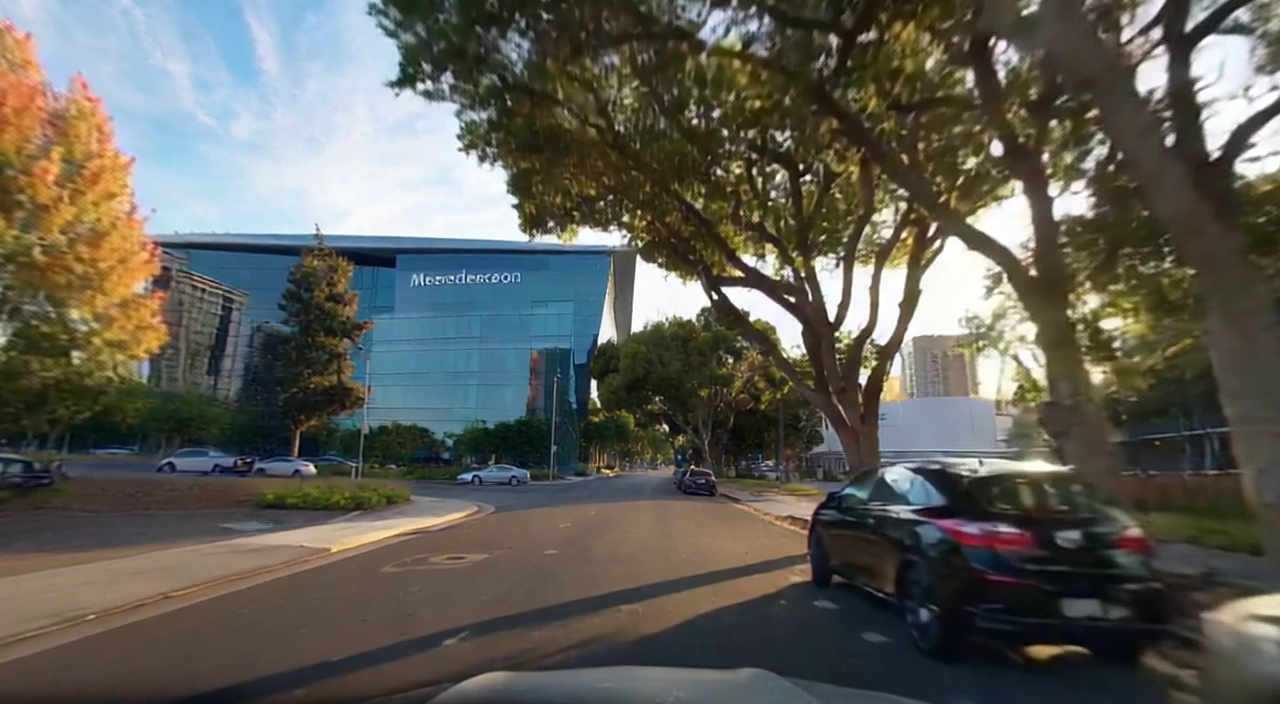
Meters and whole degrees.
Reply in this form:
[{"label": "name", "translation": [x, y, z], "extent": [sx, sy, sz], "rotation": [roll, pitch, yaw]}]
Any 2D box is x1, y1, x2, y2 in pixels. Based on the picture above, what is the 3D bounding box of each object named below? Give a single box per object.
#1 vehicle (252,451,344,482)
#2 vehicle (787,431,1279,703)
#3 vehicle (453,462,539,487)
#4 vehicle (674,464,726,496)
[{"label": "vehicle", "translation": [-19.759, 6.663, 36.549], "extent": [4.118, 1.482, 1.889], "rotation": [2, -12, 2]}, {"label": "vehicle", "translation": [2.834, 1.689, 5.721], "extent": [1.962, 1.627, 4.371], "rotation": [2, -10, 0]}, {"label": "vehicle", "translation": [-8.904, 7.604, 39.106], "extent": [4.770, 1.448, 1.983], "rotation": [9, -13, -38]}, {"label": "vehicle", "translation": [2.872, 6.280, 31.119], "extent": [2.073, 1.434, 3.899], "rotation": [1, -11, -2]}]
